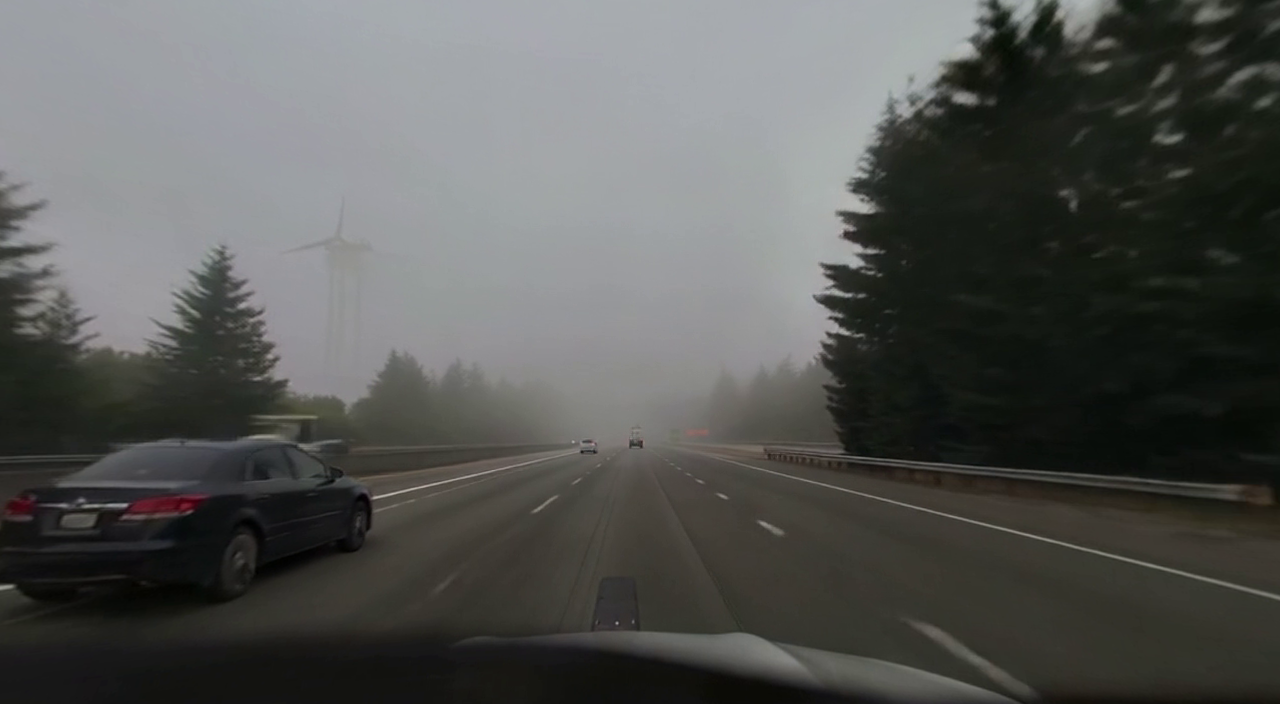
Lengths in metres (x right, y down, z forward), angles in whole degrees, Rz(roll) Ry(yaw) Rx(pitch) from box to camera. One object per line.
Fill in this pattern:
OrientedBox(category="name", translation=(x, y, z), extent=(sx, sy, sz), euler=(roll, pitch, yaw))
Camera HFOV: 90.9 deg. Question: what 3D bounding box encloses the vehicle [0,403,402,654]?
OrientedBox(category="vehicle", translation=(-3.971, 1.340, 5.868), extent=(1.950, 1.511, 3.965), euler=(0, -8, 0))
